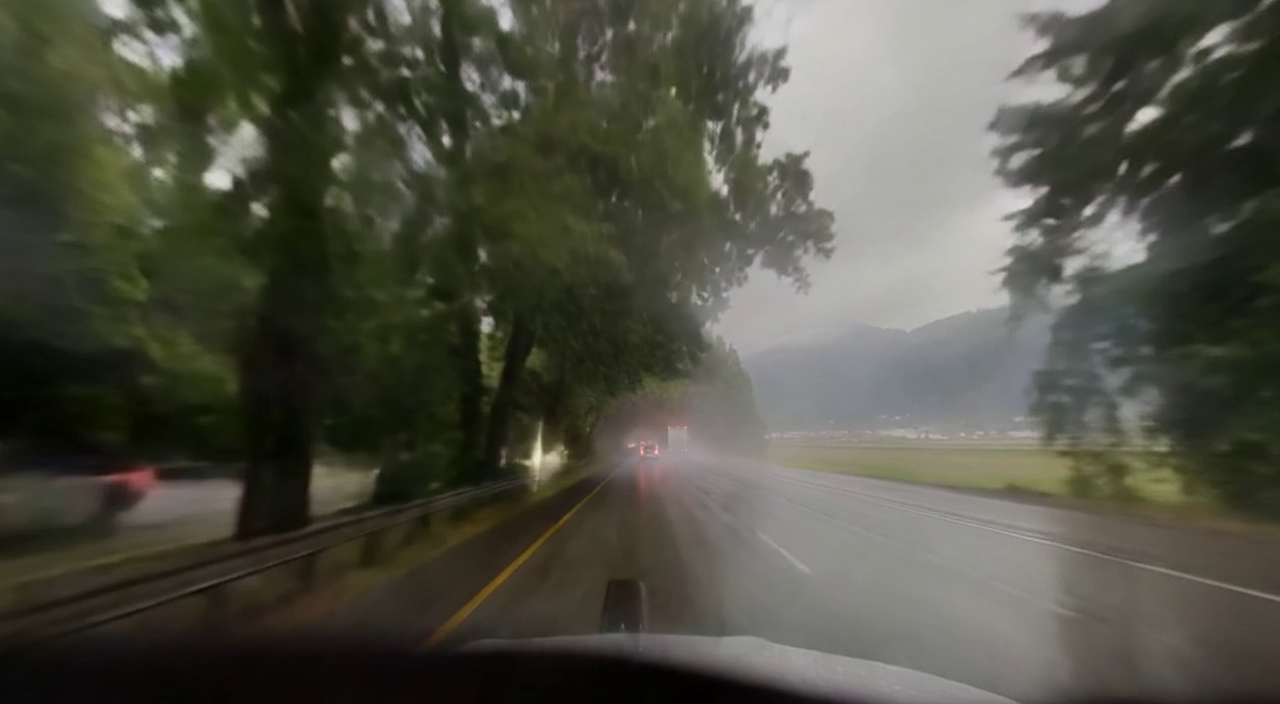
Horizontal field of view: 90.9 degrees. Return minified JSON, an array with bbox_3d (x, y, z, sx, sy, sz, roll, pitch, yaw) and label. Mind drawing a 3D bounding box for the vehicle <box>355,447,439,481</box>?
[{"bbox_3d":[-11.631,5.384,30.621,2.028,1.479,5.058,0,-9,0],"label":"vehicle"}]
